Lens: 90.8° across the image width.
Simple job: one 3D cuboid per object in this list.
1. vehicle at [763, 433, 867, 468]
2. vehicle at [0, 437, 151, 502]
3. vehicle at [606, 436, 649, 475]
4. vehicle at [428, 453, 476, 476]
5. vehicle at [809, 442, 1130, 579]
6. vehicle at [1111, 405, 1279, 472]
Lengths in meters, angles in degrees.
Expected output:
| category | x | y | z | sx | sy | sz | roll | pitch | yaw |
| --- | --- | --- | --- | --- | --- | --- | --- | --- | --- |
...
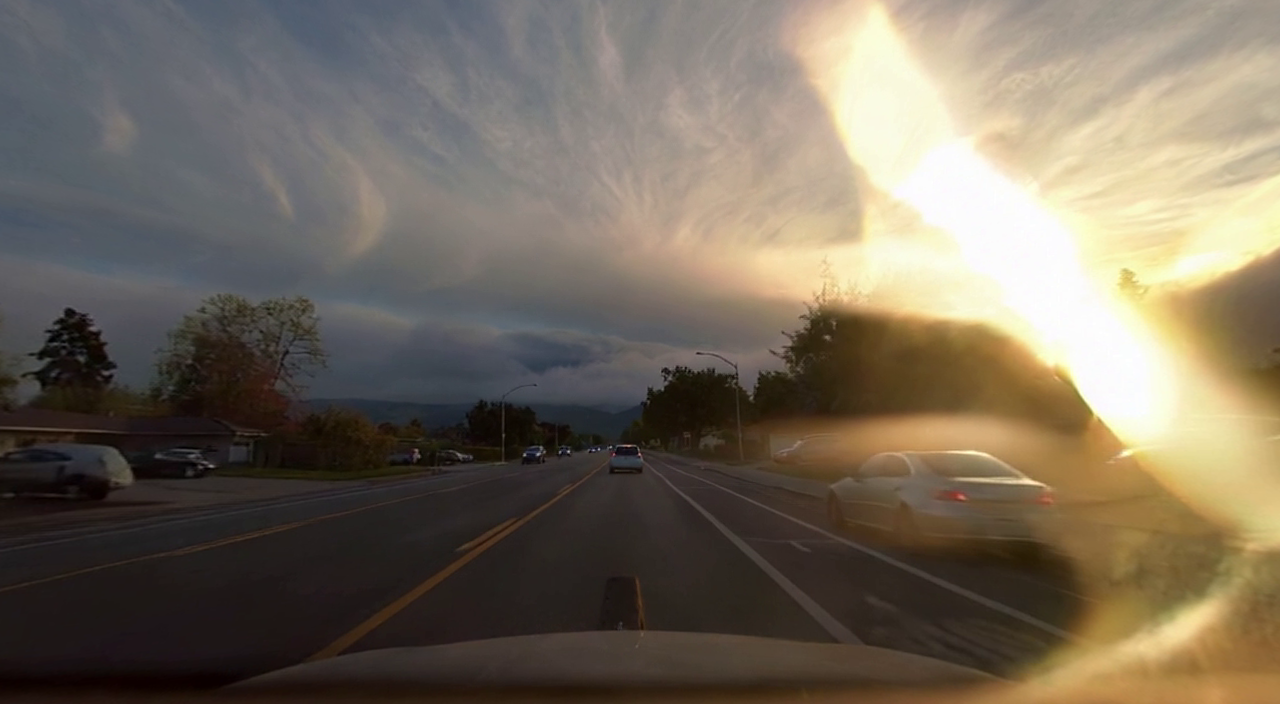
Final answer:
| category | x | y | z | sx | sy | sz | roll | pitch | yaw |
| --- | --- | --- | --- | --- | --- | --- | --- | --- | --- |
| vehicle | 10.397 | 5.876 | 37.883 | 5.526 | 1.849 | 2.213 | -1 | -6 | -2 |
| vehicle | -19.817 | 3.880 | 20.822 | 5.551 | 1.870 | 2.183 | -2 | -8 | -1 |
| vehicle | -0.651 | 5.551 | 34.019 | 2.153 | 1.942 | 4.767 | 0 | -9 | 0 |
| vehicle | -13.599 | 8.152 | 45.987 | 1.950 | 1.530 | 4.856 | 0 | -9 | 0 |
| vehicle | 4.302 | 2.118 | 9.492 | 2.001 | 1.480 | 5.022 | 0 | -9 | -2 |
| vehicle | 17.665 | 2.659 | 19.266 | 4.955 | 1.873 | 2.252 | 1 | -9 | -7 |
